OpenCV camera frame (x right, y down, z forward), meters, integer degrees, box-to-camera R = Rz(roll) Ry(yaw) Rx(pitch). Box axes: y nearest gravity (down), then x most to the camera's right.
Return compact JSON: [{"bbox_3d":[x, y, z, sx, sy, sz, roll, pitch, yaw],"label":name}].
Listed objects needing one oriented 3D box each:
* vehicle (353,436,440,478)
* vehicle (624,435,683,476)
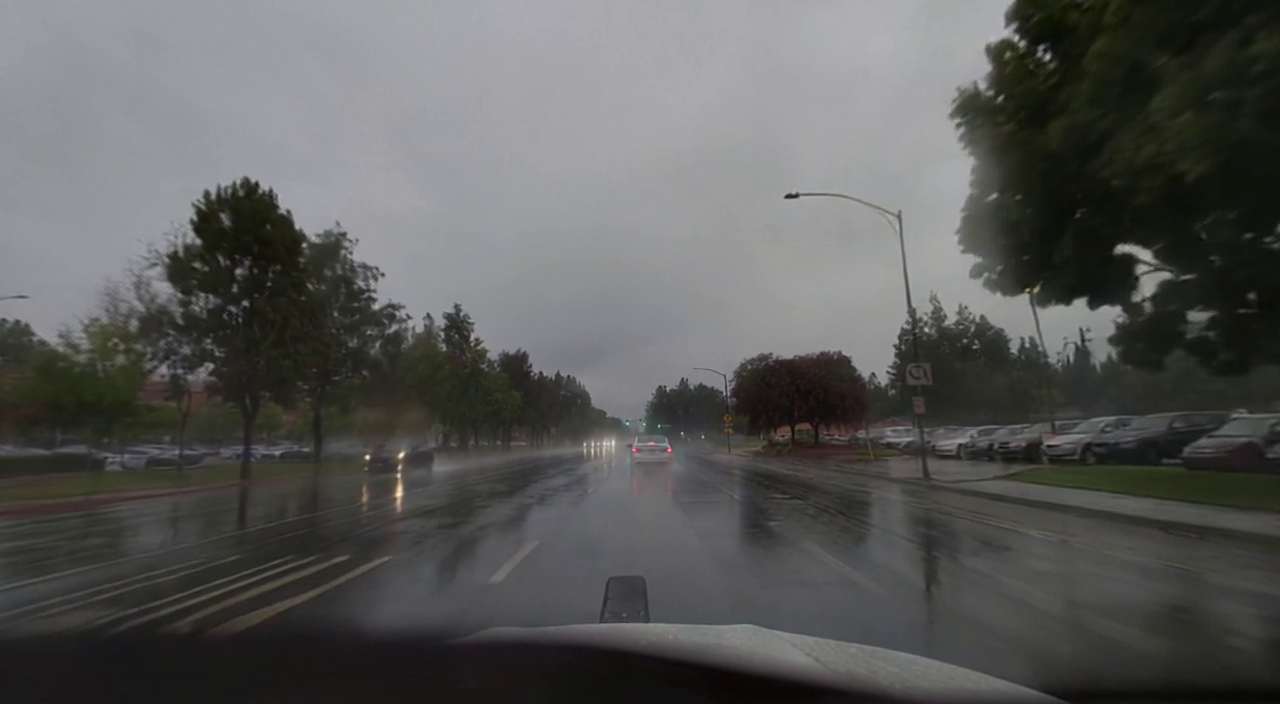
[{"bbox_3d":[-11.921,5.152,31.295,2.259,1.867,4.875,0,-8,1],"label":"vehicle"},{"bbox_3d":[0.444,3.942,24.237,2.093,1.442,3.977,0,-8,-1],"label":"vehicle"}]
